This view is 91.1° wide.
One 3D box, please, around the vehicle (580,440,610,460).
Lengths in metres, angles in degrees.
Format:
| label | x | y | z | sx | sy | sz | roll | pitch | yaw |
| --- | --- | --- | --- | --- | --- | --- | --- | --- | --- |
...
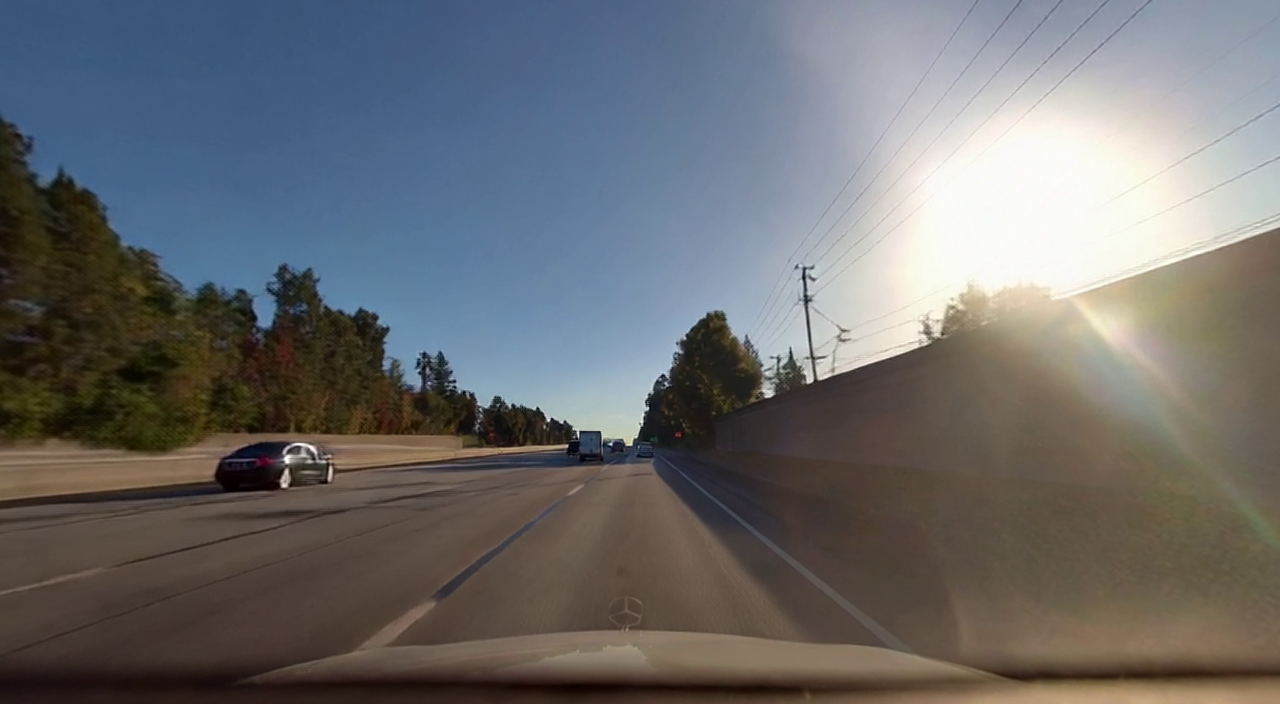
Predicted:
| label | x | y | z | sx | sy | sz | roll | pitch | yaw |
| --- | --- | --- | --- | --- | --- | --- | --- | --- | --- |
| vehicle | -3.517 | 7.660 | 49.327 | 2.046 | 1.478 | 4.111 | 0 | -8 | 0 |

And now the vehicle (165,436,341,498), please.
| label | x | y | z | sx | sy | sz | roll | pitch | yaw |
| --- | --- | --- | --- | --- | --- | --- | --- | --- | --- |
| vehicle | -10.666 | 3.176 | 17.842 | 1.955 | 1.496 | 4.732 | 0 | -8 | 1 |

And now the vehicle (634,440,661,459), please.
| label | x | y | z | sx | sy | sz | roll | pitch | yaw |
| --- | --- | --- | --- | --- | --- | --- | --- | --- | --- |
| vehicle | 0.574 | 7.751 | 49.974 | 2.057 | 1.453 | 3.926 | 0 | -8 | 0 |
